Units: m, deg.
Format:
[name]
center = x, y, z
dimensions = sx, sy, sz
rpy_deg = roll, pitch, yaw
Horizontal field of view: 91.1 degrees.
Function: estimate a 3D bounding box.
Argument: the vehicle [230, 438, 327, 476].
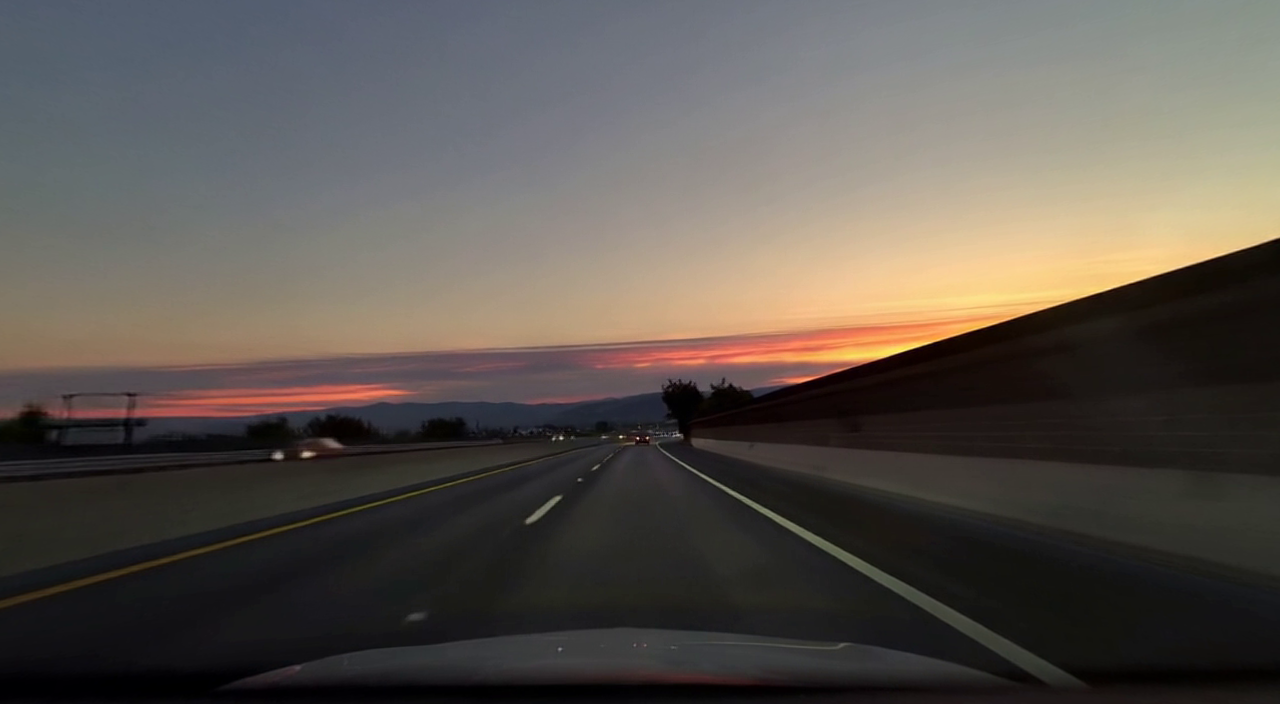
[vehicle]
center = -16.495, 4.772, 28.949
dimensions = 1.893, 1.607, 4.347
rpy_deg = 0, -8, 0
